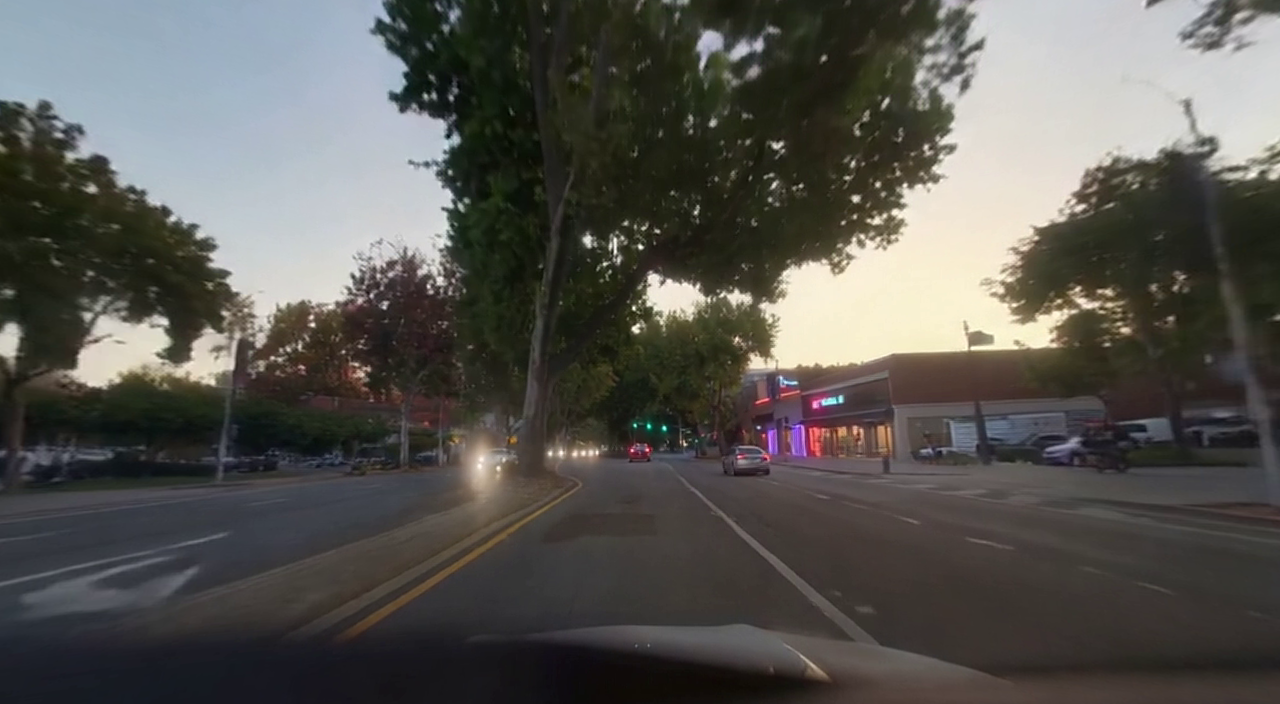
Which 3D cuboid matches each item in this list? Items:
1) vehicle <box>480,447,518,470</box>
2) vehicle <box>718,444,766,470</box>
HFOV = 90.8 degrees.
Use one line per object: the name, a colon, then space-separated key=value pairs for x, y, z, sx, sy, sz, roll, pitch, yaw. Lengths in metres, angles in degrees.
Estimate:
vehicle: x=-9.953 y=7.529 z=44.884 sx=1.676 sy=1.469 sz=4.362 roll=0 pitch=-9 yaw=0
vehicle: x=6.289 y=6.513 z=39.472 sx=2.024 sy=1.475 sz=4.600 roll=0 pitch=-9 yaw=-2
